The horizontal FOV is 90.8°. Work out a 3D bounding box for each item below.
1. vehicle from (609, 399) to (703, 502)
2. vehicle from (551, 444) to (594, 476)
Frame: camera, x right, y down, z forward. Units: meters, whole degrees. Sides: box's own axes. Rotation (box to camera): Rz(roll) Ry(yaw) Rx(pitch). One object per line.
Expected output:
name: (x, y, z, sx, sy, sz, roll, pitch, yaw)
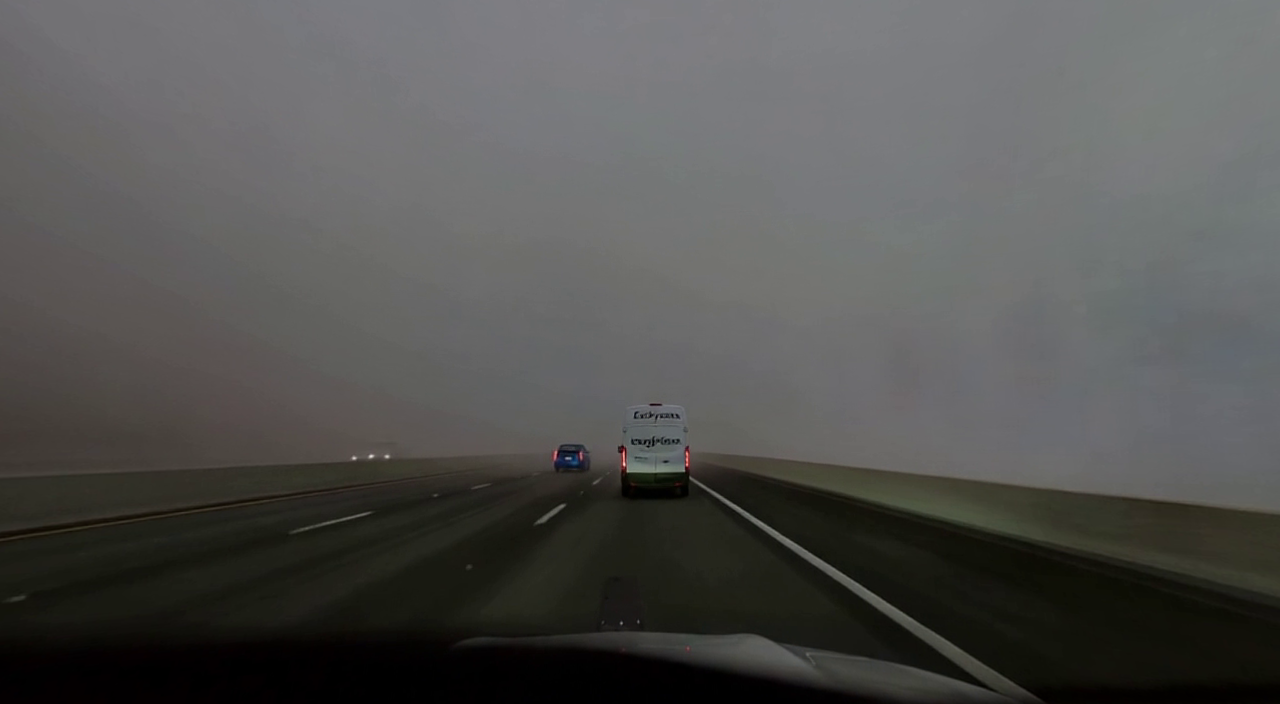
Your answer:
vehicle: (0.321, 2.861, 18.508, 2.332, 2.558, 5.314, 0, -9, -2)
vehicle: (-3.330, 5.406, 31.766, 1.788, 1.500, 3.475, 0, -9, 0)
